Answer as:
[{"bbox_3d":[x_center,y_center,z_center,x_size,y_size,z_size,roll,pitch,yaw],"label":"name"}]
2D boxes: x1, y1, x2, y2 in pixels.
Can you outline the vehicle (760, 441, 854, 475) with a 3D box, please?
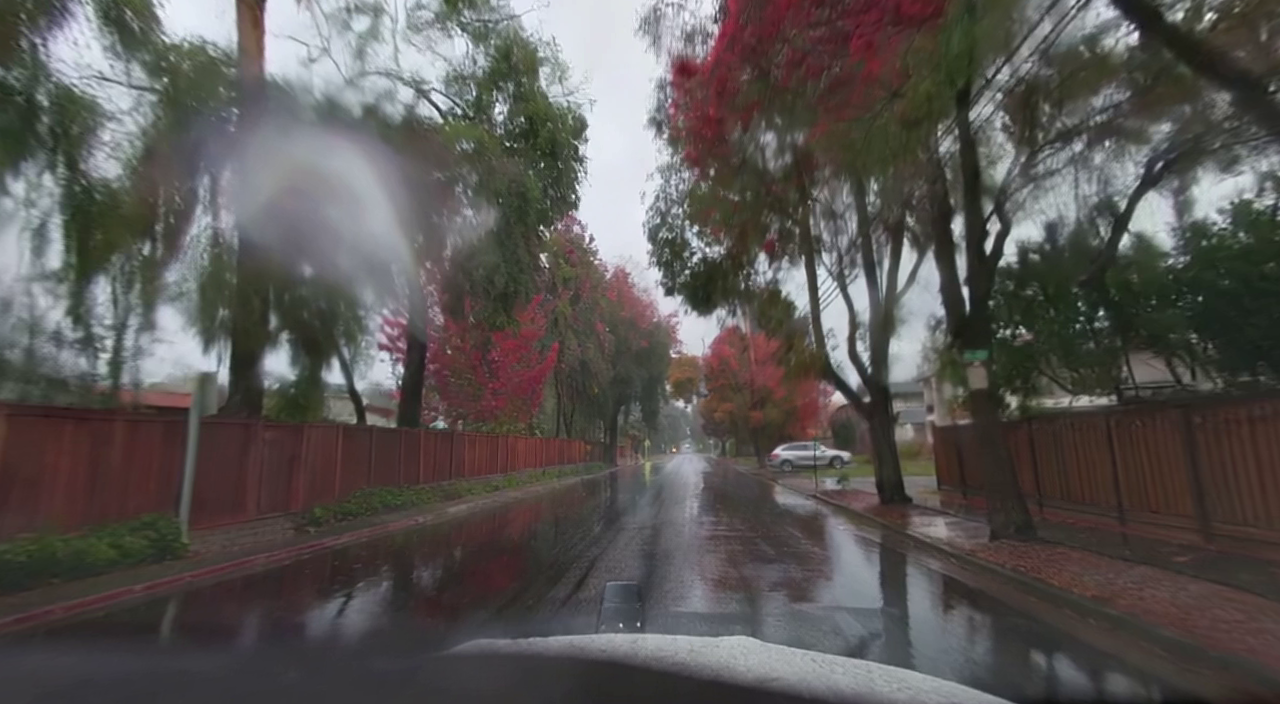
[{"bbox_3d":[9.352,5.971,35.761,4.806,1.851,2.050,-1,-9,5],"label":"vehicle"}]
